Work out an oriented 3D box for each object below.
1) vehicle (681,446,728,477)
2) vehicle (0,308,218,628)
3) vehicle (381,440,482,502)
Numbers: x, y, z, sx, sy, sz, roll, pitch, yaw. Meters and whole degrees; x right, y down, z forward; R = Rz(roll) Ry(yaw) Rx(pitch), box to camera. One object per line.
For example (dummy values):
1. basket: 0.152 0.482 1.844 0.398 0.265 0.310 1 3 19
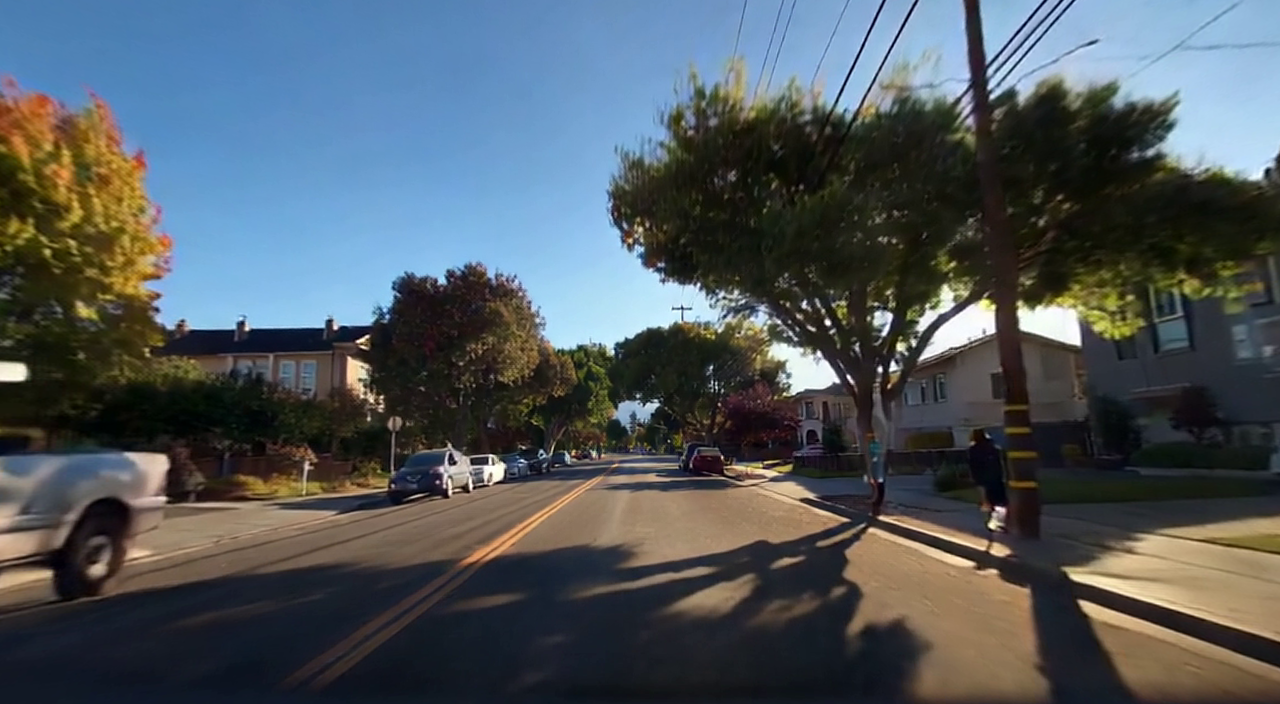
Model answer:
1. vehicle: 3.305 5.726 33.302 1.869 1.453 4.237 0 -9 -2
2. vehicle: -6.756 0.995 5.341 2.439 2.724 5.647 -1 -10 -1
3. vehicle: -6.768 3.876 21.025 1.963 1.820 4.297 0 -9 -1
